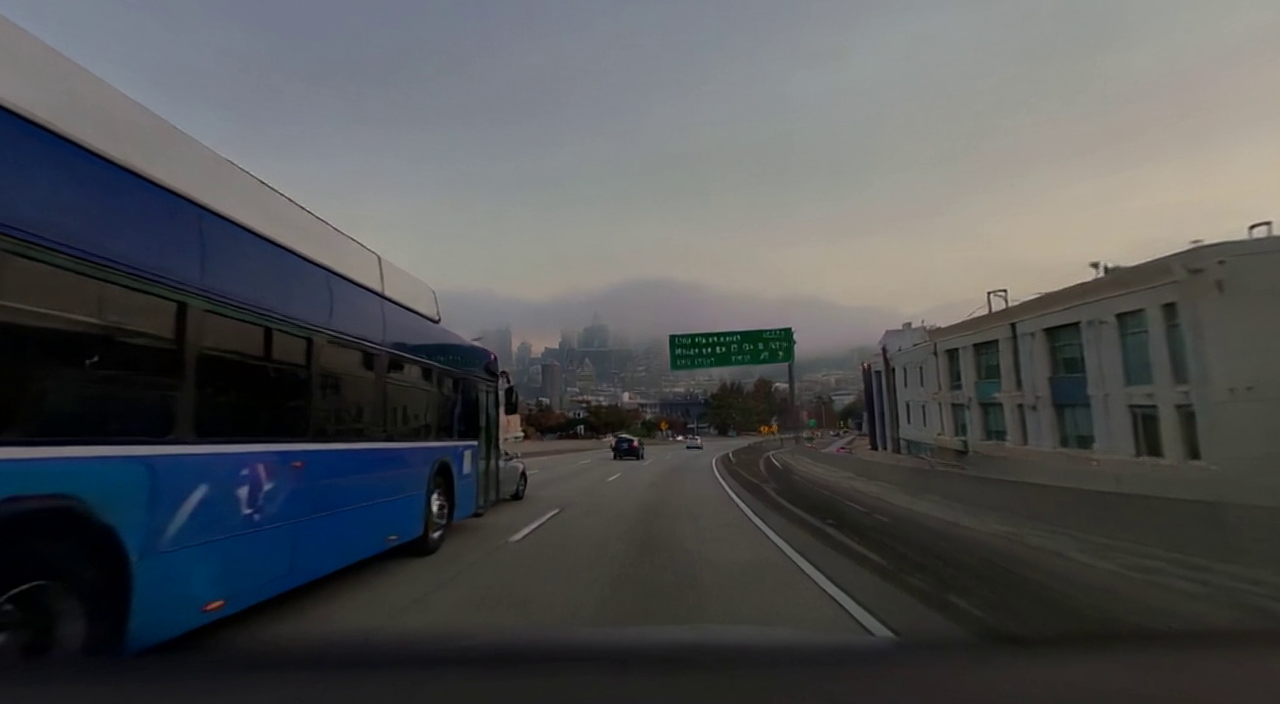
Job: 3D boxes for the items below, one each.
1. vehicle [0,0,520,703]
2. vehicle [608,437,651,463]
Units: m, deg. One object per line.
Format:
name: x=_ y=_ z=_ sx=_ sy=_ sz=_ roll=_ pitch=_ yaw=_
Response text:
vehicle: x=-3.270 y=0.534 z=4.701 sx=2.888 sy=2.944 sz=8.373 roll=-1 pitch=-9 yaw=2
vehicle: x=-0.586 y=5.939 z=38.311 sx=1.928 sy=1.455 sz=4.361 roll=-2 pitch=-9 yaw=8
